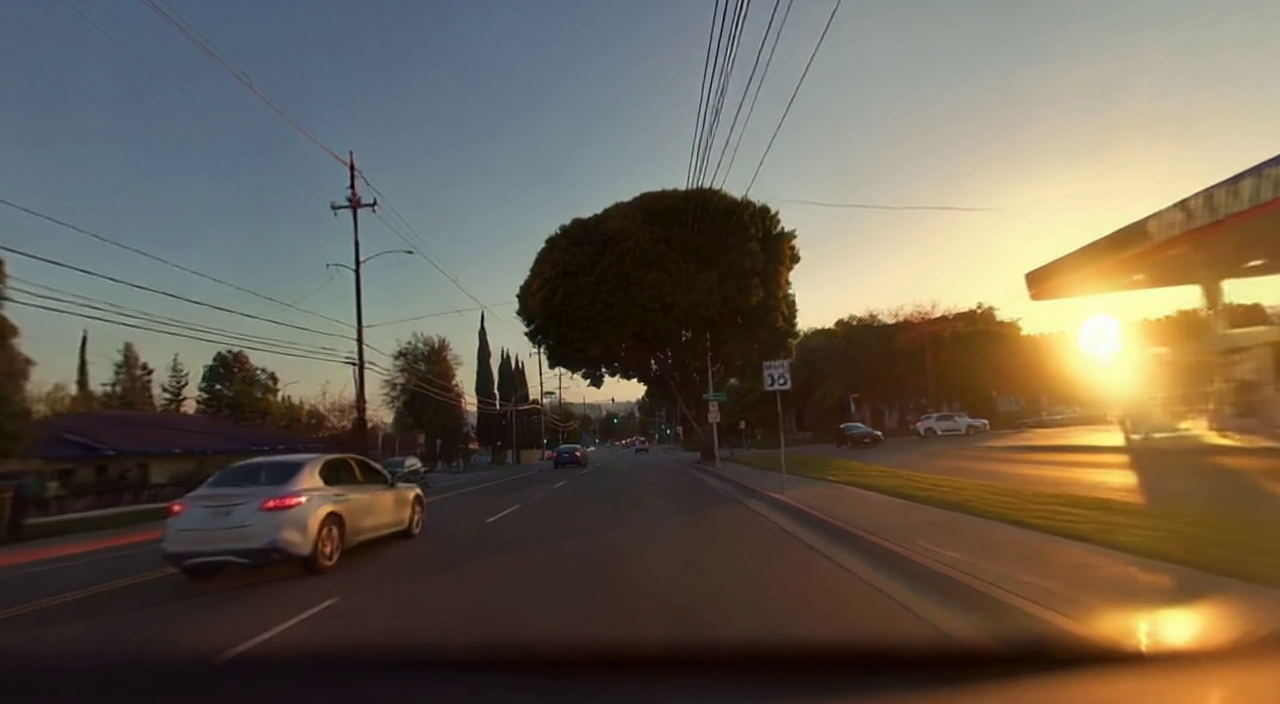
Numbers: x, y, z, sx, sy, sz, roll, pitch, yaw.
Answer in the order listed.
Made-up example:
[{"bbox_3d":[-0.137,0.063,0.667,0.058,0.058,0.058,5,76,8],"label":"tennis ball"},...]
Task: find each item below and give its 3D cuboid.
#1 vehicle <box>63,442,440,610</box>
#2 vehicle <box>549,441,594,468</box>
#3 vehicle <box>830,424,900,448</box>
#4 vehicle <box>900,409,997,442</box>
[{"bbox_3d":[-4.103,1.845,7.818,1.704,1.430,4.587,0,-8,1],"label":"vehicle"},{"bbox_3d":[-3.807,5.784,35.852,1.943,1.455,4.414,0,-8,1],"label":"vehicle"},{"bbox_3d":[14.166,5.332,39.965,3.830,1.474,1.771,-2,-8,9],"label":"vehicle"},{"bbox_3d":[19.040,4.588,39.202,4.817,1.919,2.308,-1,-8,8],"label":"vehicle"}]
